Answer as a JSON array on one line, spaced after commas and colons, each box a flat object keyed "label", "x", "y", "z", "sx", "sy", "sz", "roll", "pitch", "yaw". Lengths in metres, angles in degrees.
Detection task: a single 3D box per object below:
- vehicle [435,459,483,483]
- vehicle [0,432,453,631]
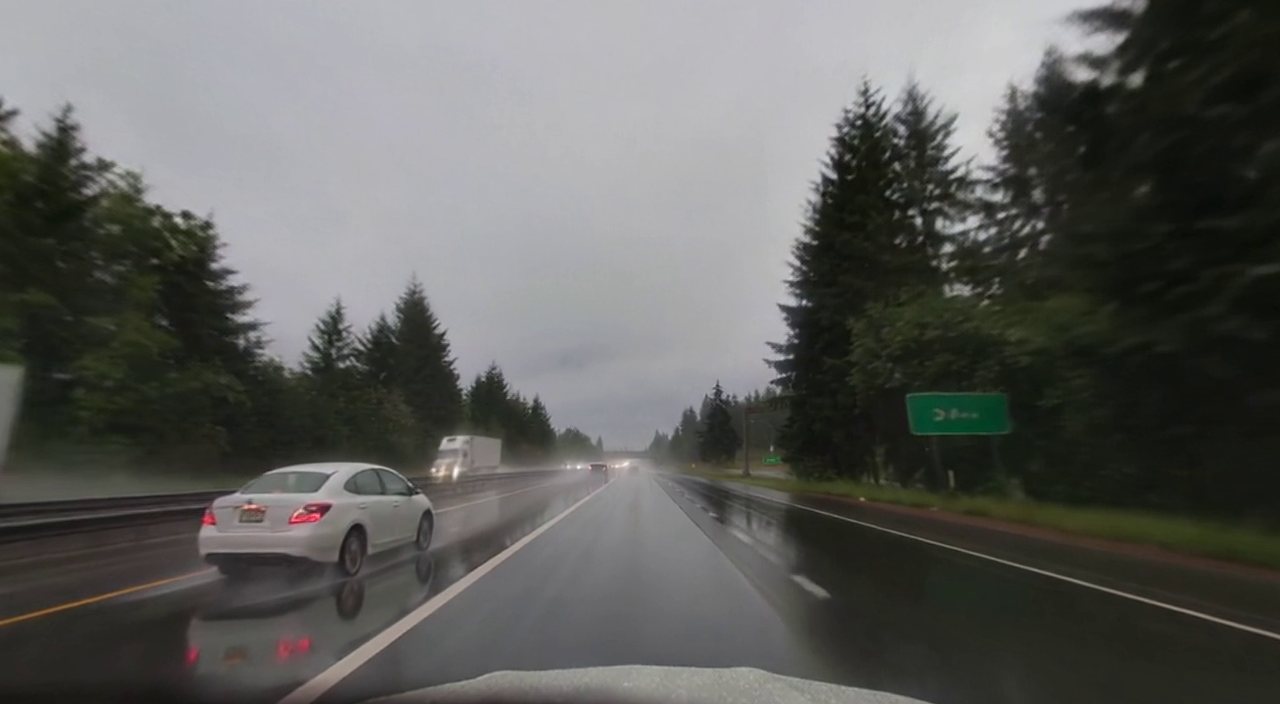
[{"label": "vehicle", "x": -12.091, "y": 7.957, "z": 42.339, "sx": 1.852, "sy": 1.479, "sz": 4.517, "roll": 1, "pitch": -10, "yaw": 0}, {"label": "vehicle", "x": -3.798, "y": 1.754, "z": 7.009, "sx": 1.998, "sy": 1.427, "sz": 4.462, "roll": 1, "pitch": -10, "yaw": 0}]
